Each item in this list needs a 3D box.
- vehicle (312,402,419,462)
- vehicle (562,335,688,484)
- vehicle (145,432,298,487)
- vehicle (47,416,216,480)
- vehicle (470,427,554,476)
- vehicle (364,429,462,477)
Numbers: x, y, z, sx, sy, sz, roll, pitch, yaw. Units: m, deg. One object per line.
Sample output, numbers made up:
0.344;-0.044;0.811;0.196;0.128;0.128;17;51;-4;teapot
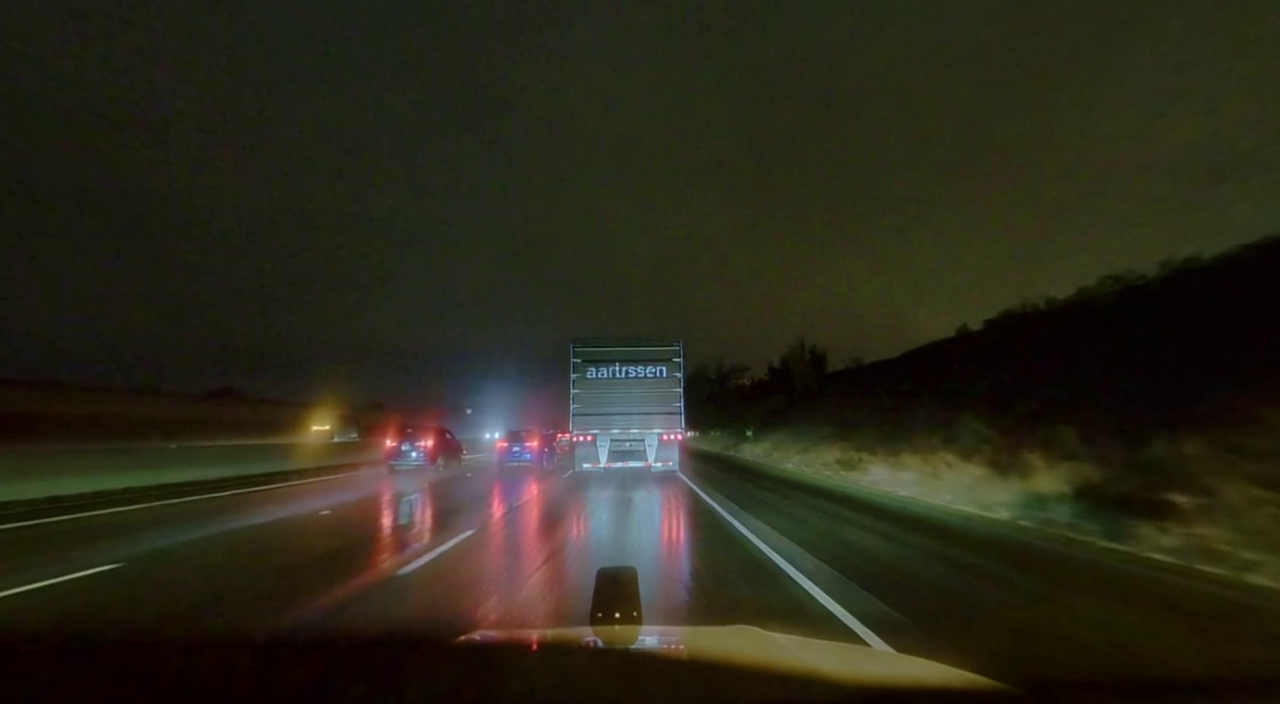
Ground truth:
-20.025;5.988;46.953;3.092;3.956;10.559;0;-8;1;vehicle
-0.514;2.272;22.750;3.442;4.106;10.719;0;-8;-1;vehicle
-16.355;4.193;25.069;2.287;1.926;5.514;0;-8;0;vehicle
-24.019;4.550;30.283;2.292;2.693;6.952;0;-8;0;vehicle
-4.653;3.678;23.689;2.052;1.639;4.894;0;-8;1;vehicle
-8.167;3.647;23.056;1.944;1.565;4.383;0;-8;0;vehicle
